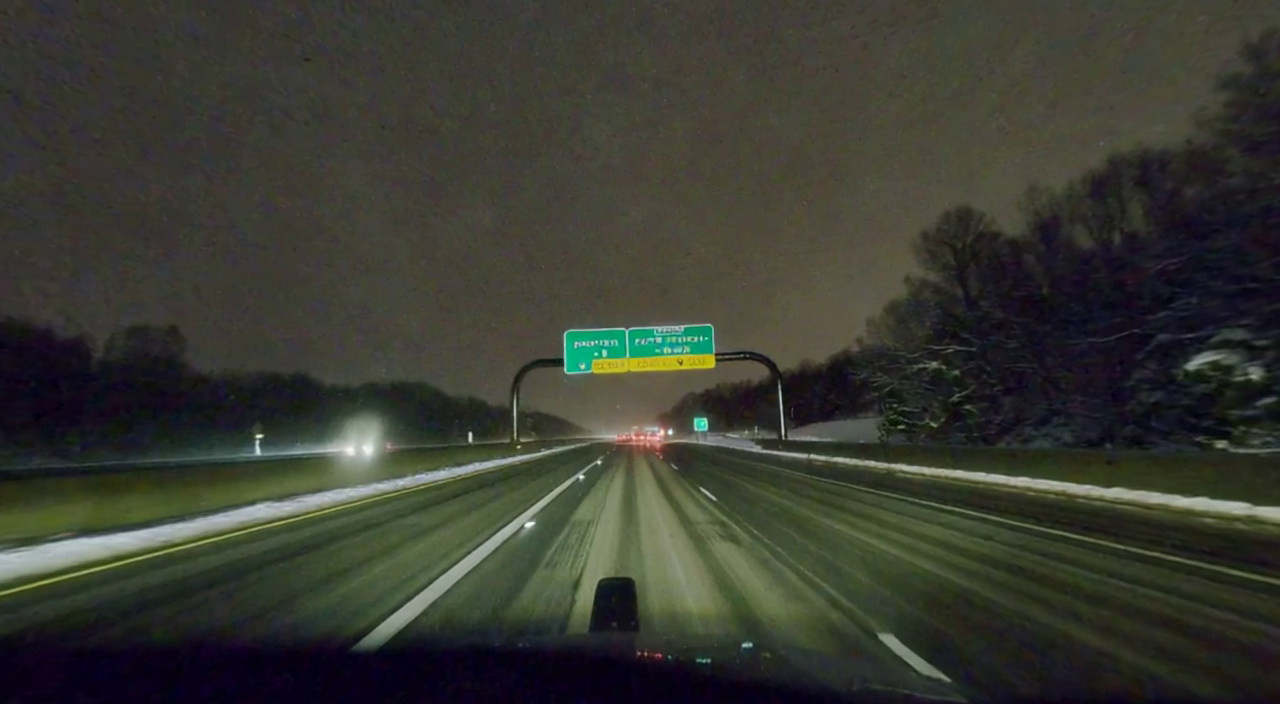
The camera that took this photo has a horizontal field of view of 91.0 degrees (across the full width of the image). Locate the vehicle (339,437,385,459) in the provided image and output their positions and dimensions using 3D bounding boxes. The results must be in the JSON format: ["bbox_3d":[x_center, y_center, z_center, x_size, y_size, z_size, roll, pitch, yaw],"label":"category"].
[{"bbox_3d":[-20.156,6.966,45.771,1.755,1.460,3.712,0,-8,-1],"label":"vehicle"}]
